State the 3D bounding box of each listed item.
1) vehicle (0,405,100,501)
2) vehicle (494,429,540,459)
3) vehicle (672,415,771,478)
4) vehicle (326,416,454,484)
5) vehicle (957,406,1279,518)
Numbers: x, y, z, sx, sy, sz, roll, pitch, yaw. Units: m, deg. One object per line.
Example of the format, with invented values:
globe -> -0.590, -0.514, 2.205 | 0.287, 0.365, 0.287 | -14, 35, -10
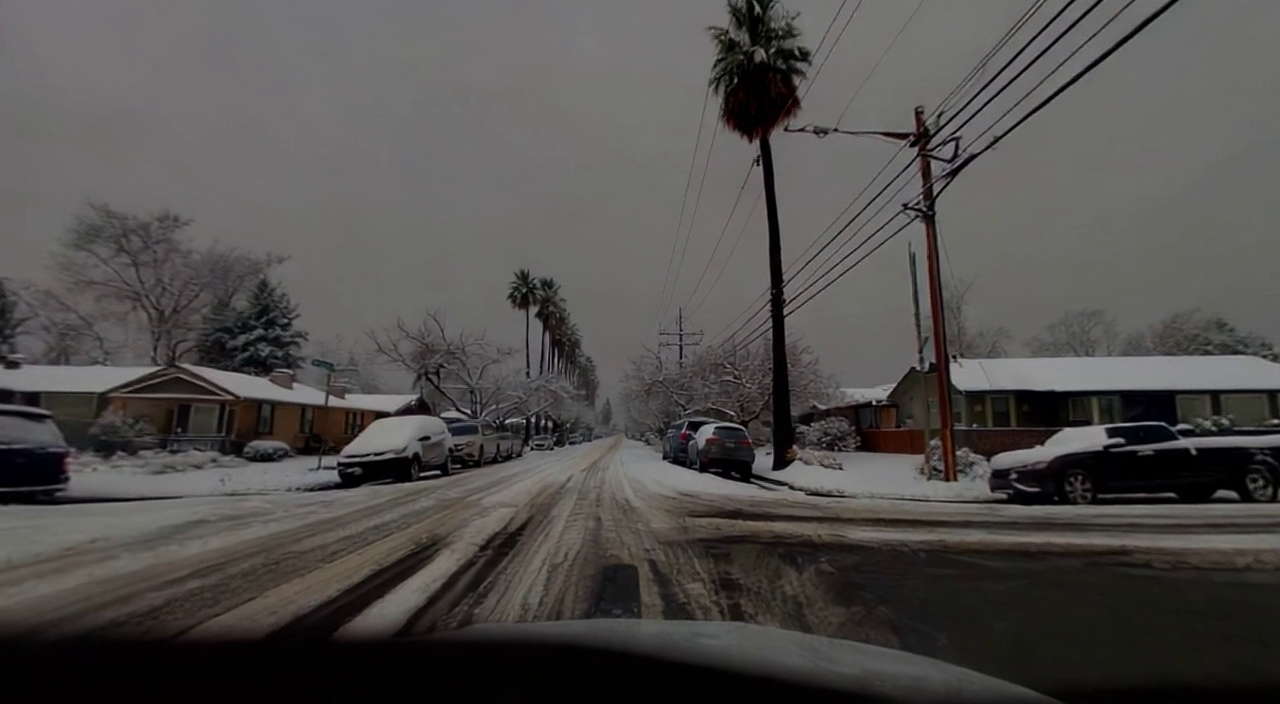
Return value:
vehicle -> -14.815, 2.097, 12.553 | 5.847, 1.766, 2.392 | -1, -8, -3
vehicle -> -8.023, 6.066, 41.686 | 2.178, 1.865, 4.658 | 0, -9, -2
vehicle -> 2.626, 3.313, 22.194 | 2.505, 1.895, 5.805 | 1, -9, -2
vehicle -> -7.027, 2.838, 18.372 | 2.198, 1.724, 4.493 | 1, -9, -5
vehicle -> 10.249, 2.234, 13.186 | 5.971, 1.967, 2.385 | -1, -9, -5
